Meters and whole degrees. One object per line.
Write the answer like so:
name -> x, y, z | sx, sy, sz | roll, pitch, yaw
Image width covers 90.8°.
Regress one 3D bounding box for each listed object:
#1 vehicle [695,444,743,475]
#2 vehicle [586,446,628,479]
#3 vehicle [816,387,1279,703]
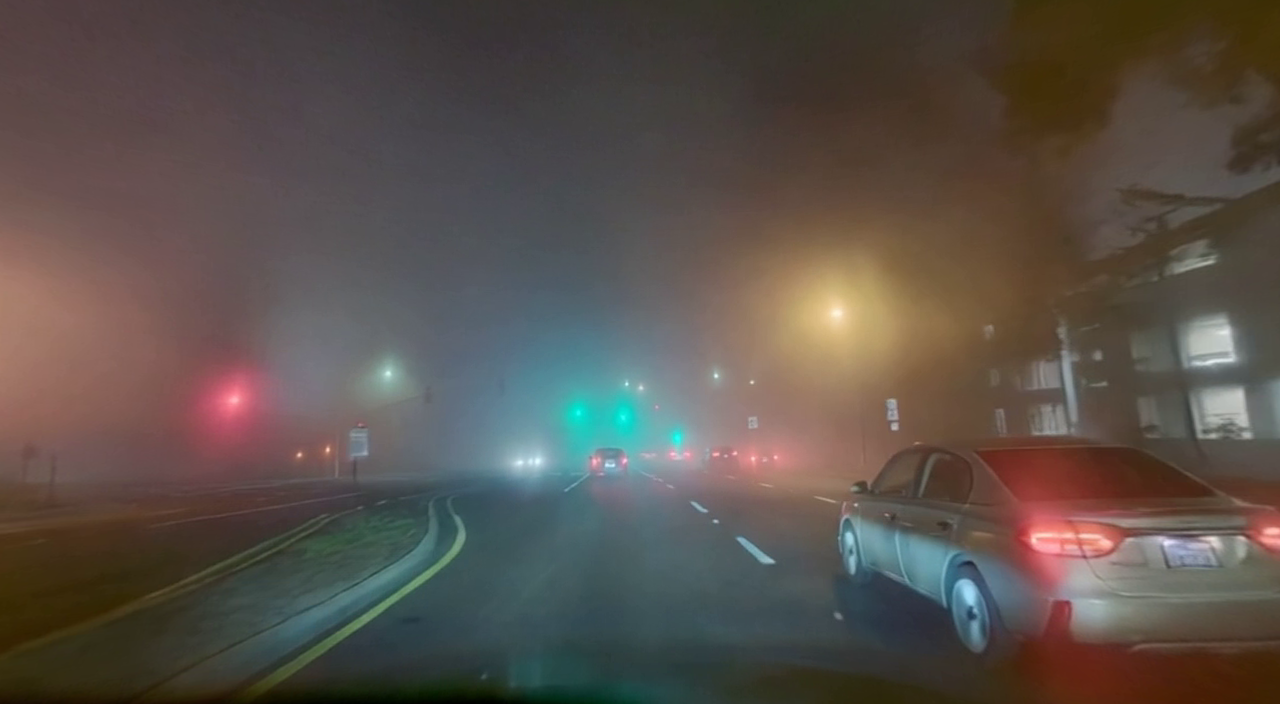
vehicle -> 5.131, 7.080, 41.801 | 2.052, 1.886, 5.297 | 0, -9, -5
vehicle -> -1.798, 5.859, 33.676 | 2.101, 1.641, 4.341 | 0, -9, -4
vehicle -> 3.288, 1.387, 5.742 | 1.893, 1.664, 4.670 | 0, -9, -2
